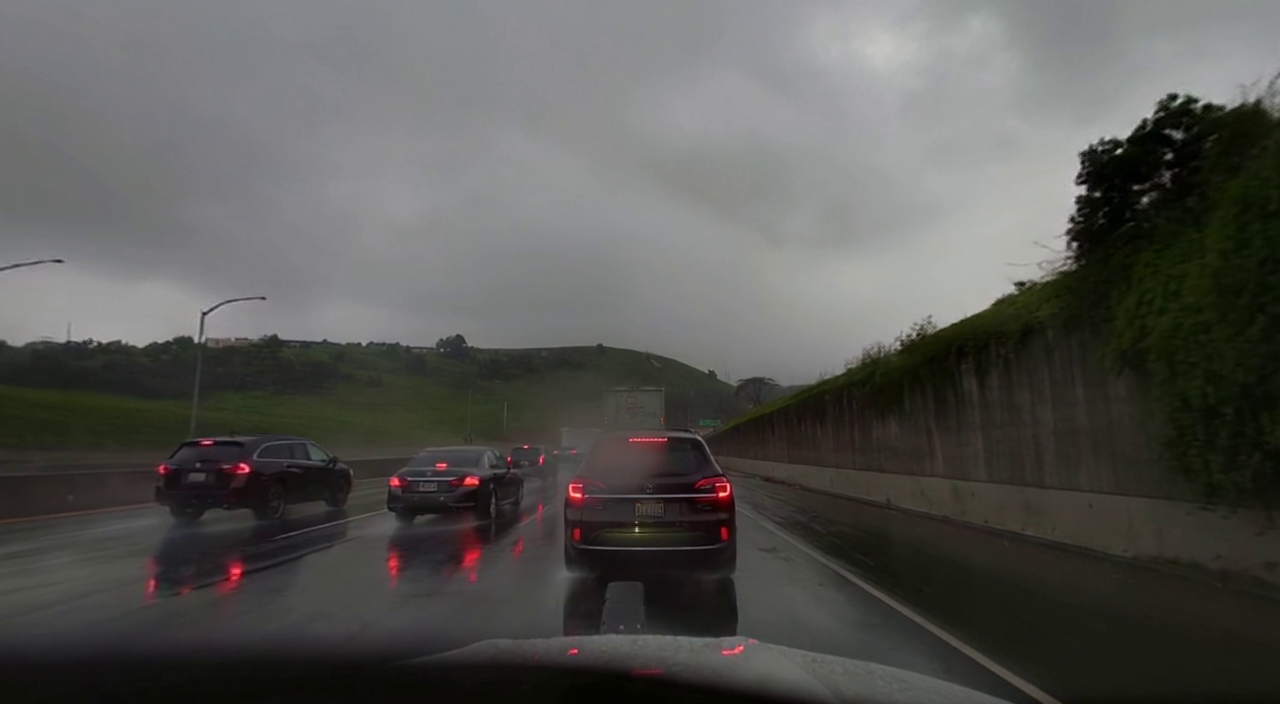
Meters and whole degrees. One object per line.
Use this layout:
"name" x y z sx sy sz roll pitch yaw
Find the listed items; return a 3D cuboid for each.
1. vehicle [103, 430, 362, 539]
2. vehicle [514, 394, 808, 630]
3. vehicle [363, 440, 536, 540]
"vehicle" -7.490 2.459 12.349 1.986 1.700 4.558 0 -9 0
"vehicle" 0.115 1.609 7.483 2.210 1.760 5.303 0 -9 -1
"vehicle" -3.234 2.418 11.653 1.917 1.506 3.949 0 -9 1
